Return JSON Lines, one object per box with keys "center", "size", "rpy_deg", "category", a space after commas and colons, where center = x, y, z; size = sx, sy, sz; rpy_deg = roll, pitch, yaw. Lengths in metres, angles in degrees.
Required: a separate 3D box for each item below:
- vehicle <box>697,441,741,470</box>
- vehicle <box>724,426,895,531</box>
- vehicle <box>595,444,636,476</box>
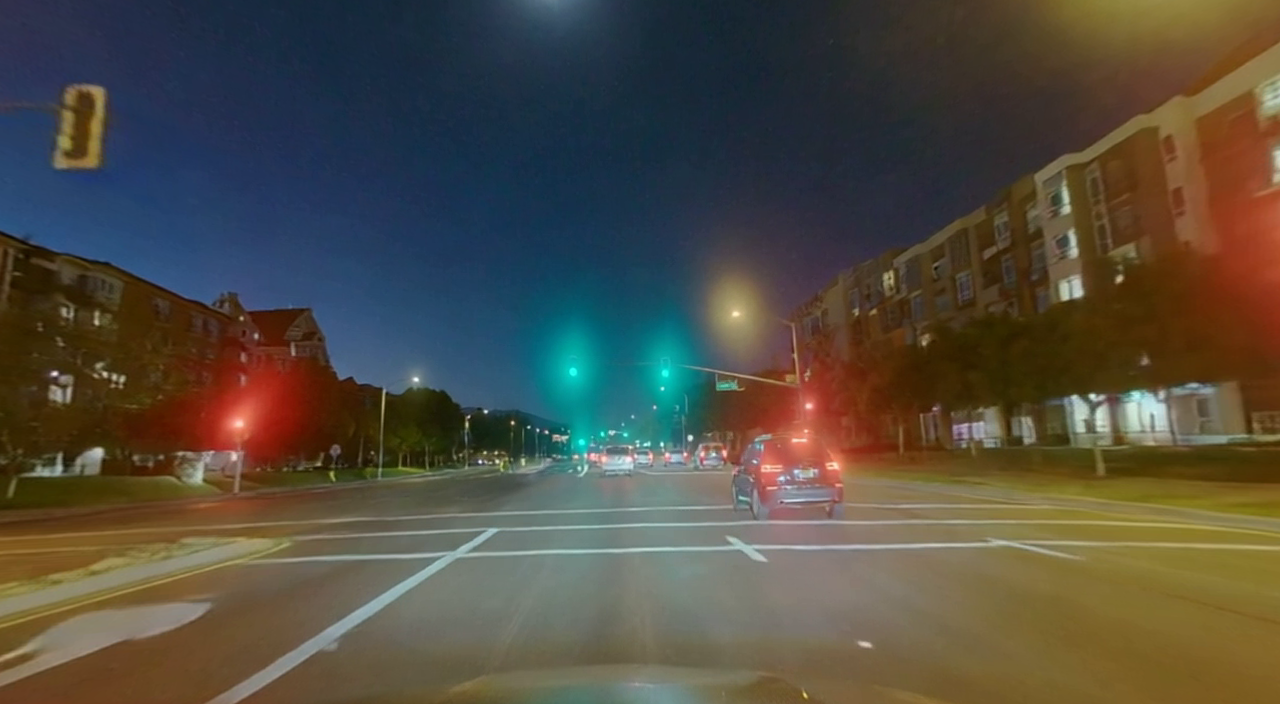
{"center": [5.401, 7.181, 44.027], "size": [2.052, 1.886, 5.297], "rpy_deg": [0, -9, -4], "category": "vehicle"}
{"center": [3.045, 2.400, 12.554], "size": [1.893, 1.664, 4.670], "rpy_deg": [0, -9, -3], "category": "vehicle"}
{"center": [-1.345, 5.887, 34.621], "size": [2.101, 1.641, 4.341], "rpy_deg": [0, -9, -2], "category": "vehicle"}
